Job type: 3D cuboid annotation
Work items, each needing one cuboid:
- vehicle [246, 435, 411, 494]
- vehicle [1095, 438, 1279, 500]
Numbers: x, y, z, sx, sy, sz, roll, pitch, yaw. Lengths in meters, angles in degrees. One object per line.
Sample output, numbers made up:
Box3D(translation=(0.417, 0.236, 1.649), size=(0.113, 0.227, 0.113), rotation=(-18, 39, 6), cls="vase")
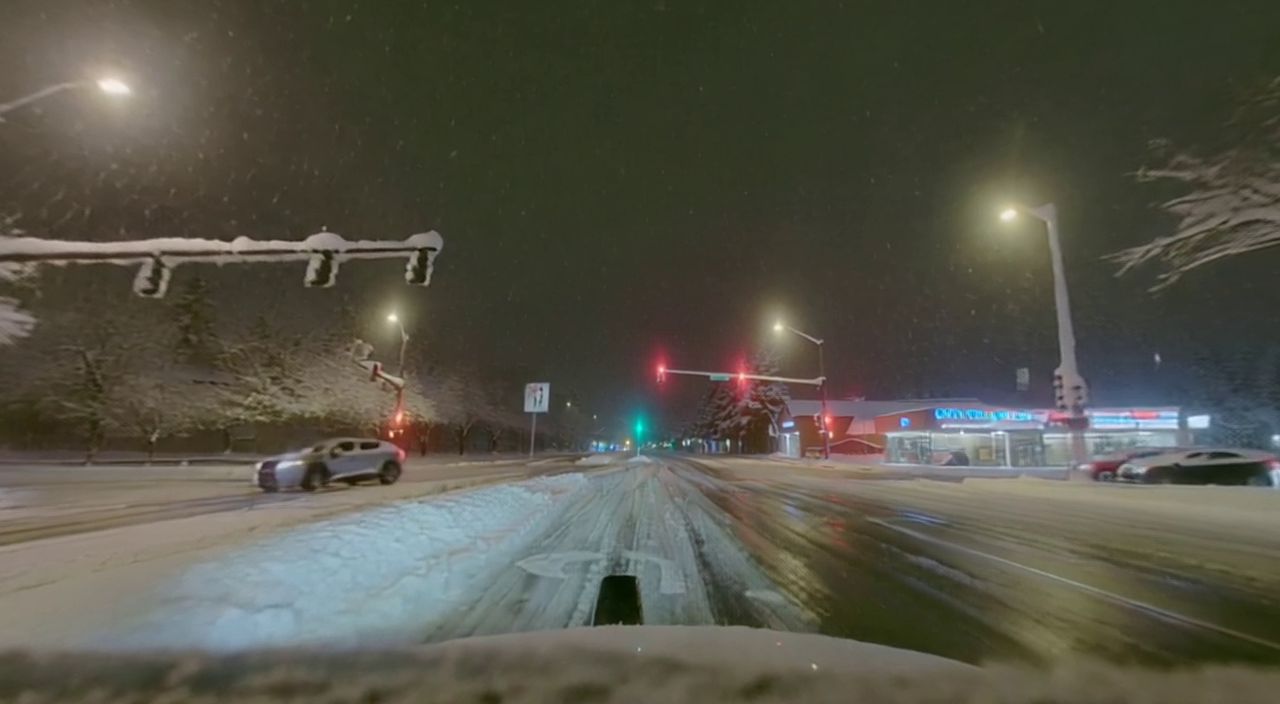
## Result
Box3D(translation=(-10.287, 3.684, 21.150), size=(2.010, 1.728, 4.408), rotation=(-7, -11, 41), cls="vehicle")
Box3D(translation=(22.233, 4.644, 25.591), size=(2.195, 2.201, 5.616), rotation=(5, -10, -29), cls="vehicle")
